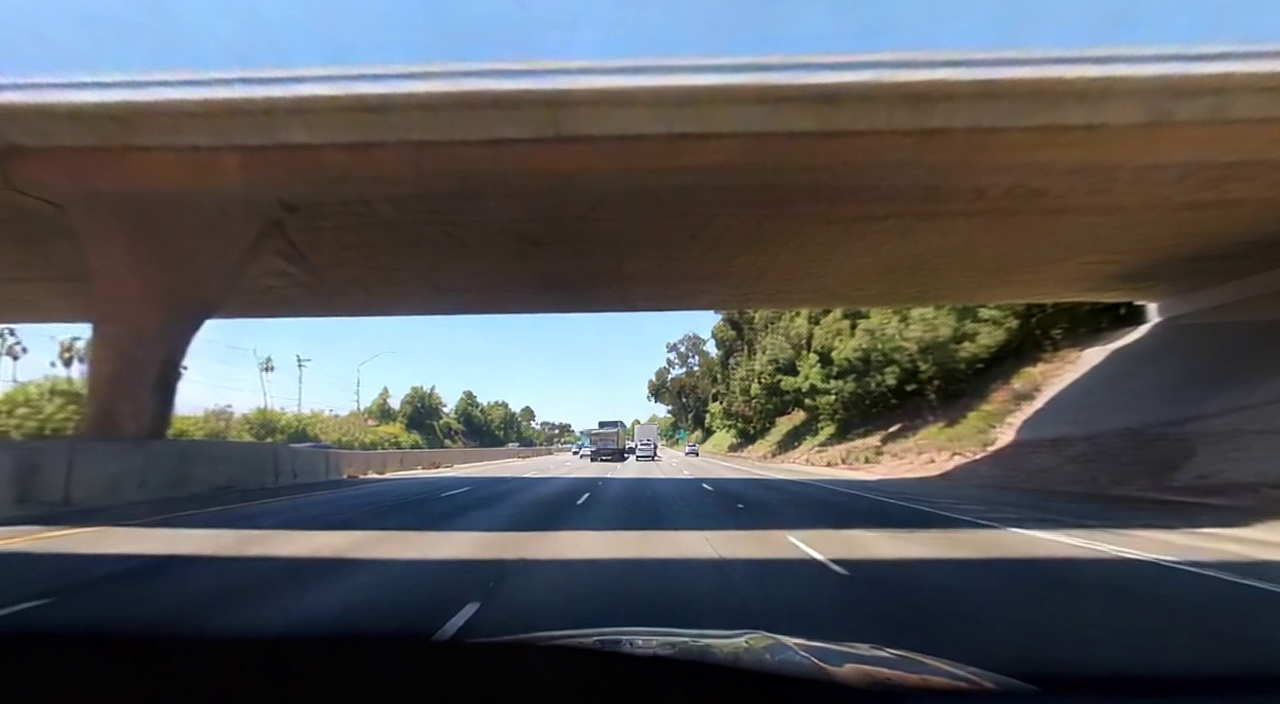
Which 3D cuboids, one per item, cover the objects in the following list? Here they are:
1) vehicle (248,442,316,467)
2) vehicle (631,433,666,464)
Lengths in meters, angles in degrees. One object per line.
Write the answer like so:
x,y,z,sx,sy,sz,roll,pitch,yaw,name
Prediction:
-24.317,6.970,43.075,1.921,1.555,4.539,0,-8,1,vehicle
0.559,6.704,43.931,2.309,2.023,5.130,0,-8,0,vehicle
